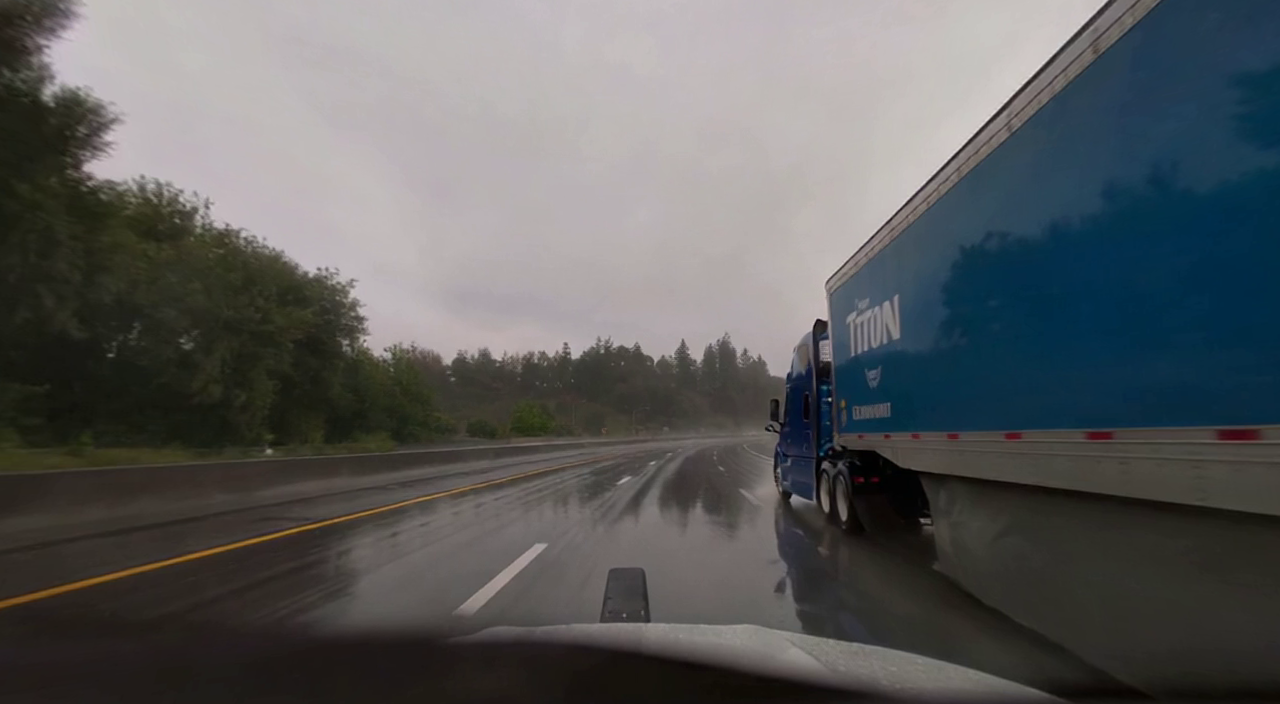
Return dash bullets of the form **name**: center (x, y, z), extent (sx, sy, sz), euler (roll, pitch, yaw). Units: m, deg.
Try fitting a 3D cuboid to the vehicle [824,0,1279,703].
- **vehicle**: center (4.526, -0.051, 4.360), extent (2.792, 4.056, 13.259), euler (0, -8, 1)
